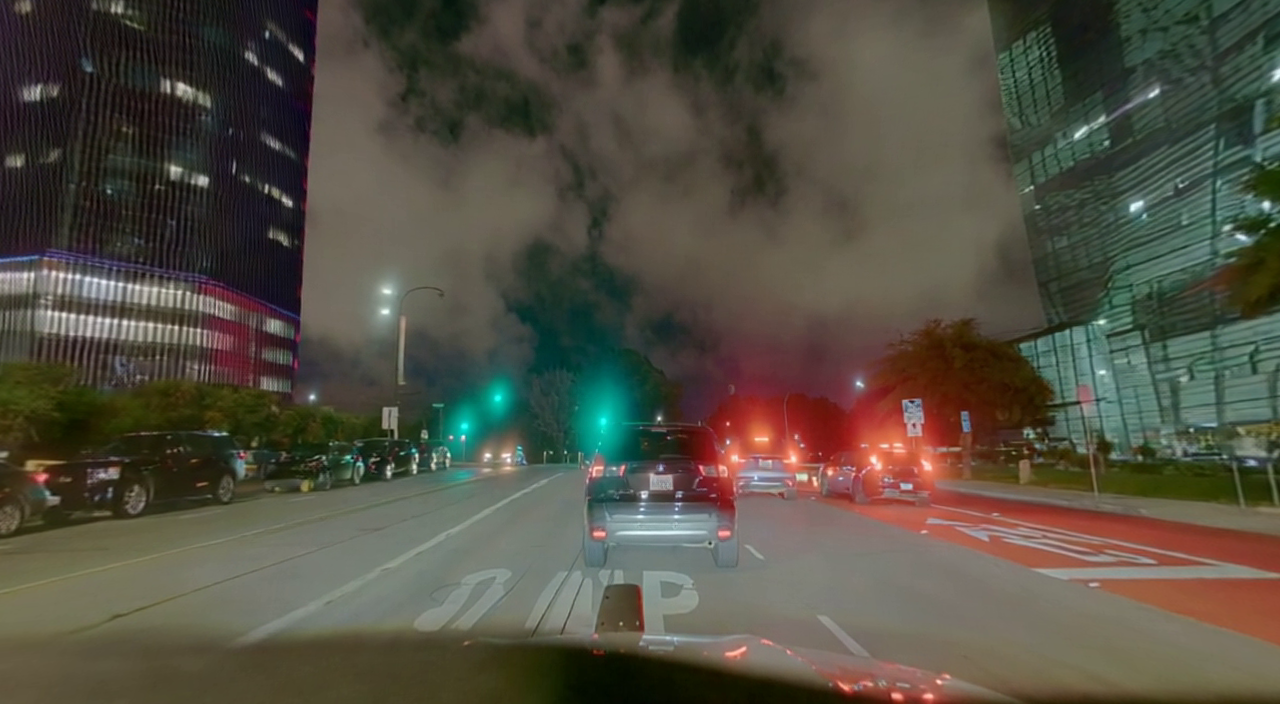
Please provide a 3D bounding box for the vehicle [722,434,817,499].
[{"bbox_3d":[3.881,3.517,19.857,2.143,1.793,4.763,0,-8,3],"label":"vehicle"}]

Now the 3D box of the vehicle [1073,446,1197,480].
[{"bbox_3d":[31.205,6.976,40.114,5.890,1.996,2.155,-6,-10,35],"label":"vehicle"}]

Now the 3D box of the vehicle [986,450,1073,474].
[{"bbox_3d":[28.356,7.997,46.048,5.153,1.626,1.895,-6,-10,36],"label":"vehicle"}]

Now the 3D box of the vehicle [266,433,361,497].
[{"bbox_3d":[-10.947,3.779,21.457,1.559,1.973,3.419,1,-8,-4],"label":"vehicle"}]

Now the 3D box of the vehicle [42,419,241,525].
[{"bbox_3d":[-10.321,2.471,13.459,1.543,1.946,3.454,1,-8,-5],"label":"vehicle"}]

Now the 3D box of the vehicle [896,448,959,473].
[{"bbox_3d":[22.652,8.529,49.815,4.211,1.820,2.094,-5,-10,33],"label":"vehicle"}]

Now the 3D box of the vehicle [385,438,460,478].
[{"bbox_3d":[-11.648,5.691,34.355,2.338,1.963,5.740,0,-8,-3],"label":"vehicle"}]

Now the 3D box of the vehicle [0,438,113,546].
[{"bbox_3d":[-9.962,1.947,8.686,1.844,1.524,4.371,0,-8,-4],"label":"vehicle"}]

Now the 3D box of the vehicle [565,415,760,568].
[{"bbox_3d":[0.305,1.884,9.264,2.192,1.695,4.142,0,-8,2],"label":"vehicle"}]

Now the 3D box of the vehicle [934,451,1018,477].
[{"bbox_3d":[23.900,7.924,45.030,4.956,1.706,1.822,-6,-10,34],"label":"vehicle"}]
